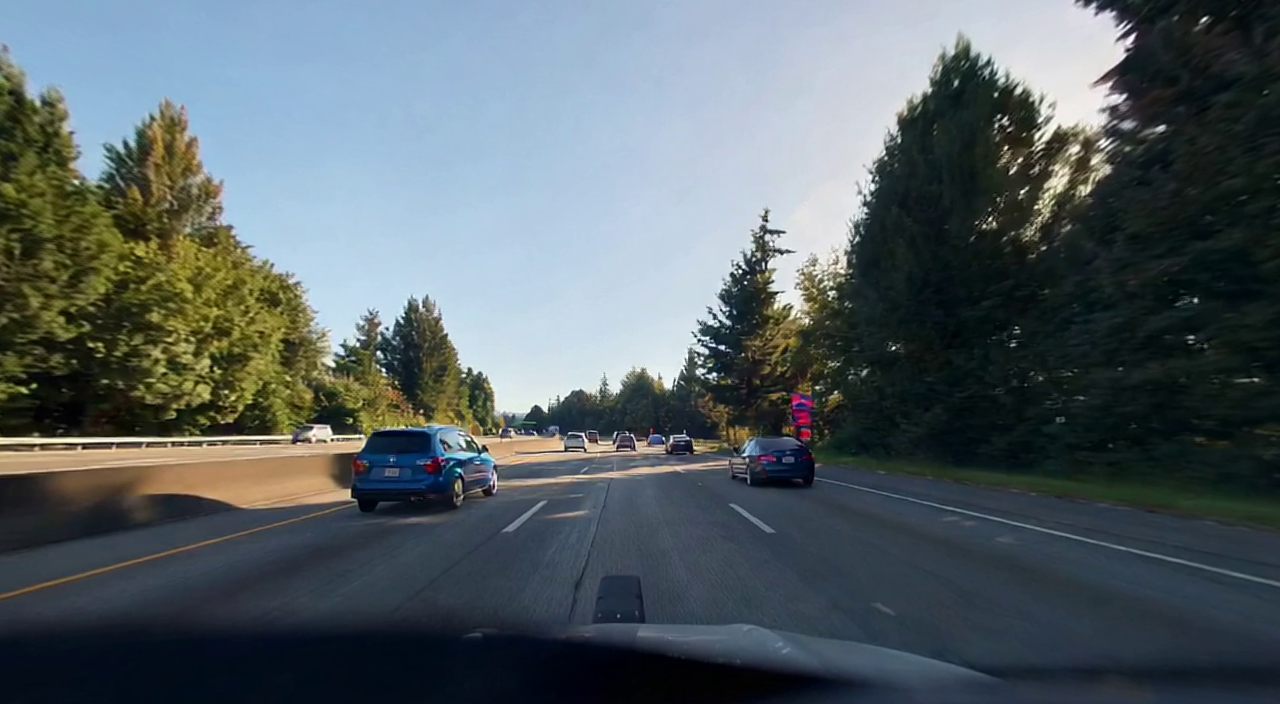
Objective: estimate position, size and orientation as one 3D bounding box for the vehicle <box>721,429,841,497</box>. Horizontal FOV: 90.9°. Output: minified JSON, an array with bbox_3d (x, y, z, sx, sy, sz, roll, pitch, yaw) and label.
[{"bbox_3d":[3.405,2.731,16.014,1.986,1.488,3.867,0,-8,-3],"label":"vehicle"}]

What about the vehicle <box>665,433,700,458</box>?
[{"bbox_3d":[2.716,6.039,41.018,1.883,1.536,3.792,0,-8,-2],"label":"vehicle"}]

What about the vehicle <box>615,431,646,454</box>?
[{"bbox_3d":[-0.777,6.923,48.373,2.191,1.727,3.981,0,-8,-3],"label":"vehicle"}]

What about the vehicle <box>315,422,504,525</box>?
[{"bbox_3d":[-3.903,2.100,11.576,1.941,1.529,4.111,0,-8,-1],"label":"vehicle"}]
